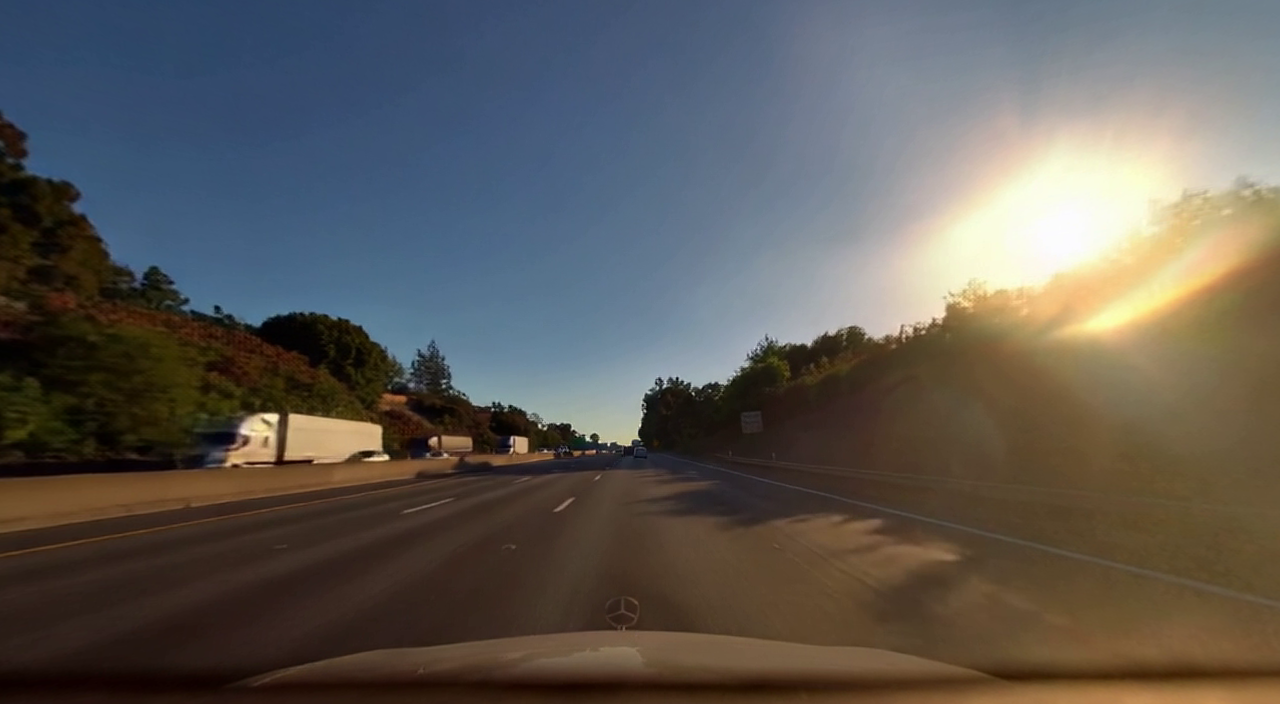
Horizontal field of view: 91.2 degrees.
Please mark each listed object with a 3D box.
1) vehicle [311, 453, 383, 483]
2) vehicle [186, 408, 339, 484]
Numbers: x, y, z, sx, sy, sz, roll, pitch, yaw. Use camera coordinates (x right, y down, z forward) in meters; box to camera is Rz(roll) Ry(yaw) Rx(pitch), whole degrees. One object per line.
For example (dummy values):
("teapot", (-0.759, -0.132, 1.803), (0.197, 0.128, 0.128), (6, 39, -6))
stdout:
("vehicle", (-15.808, 6.233, 34.061), (1.845, 1.481, 4.396), (0, -9, -1))
("vehicle", (-22.921, 5.894, 39.140), (3.011, 4.011, 10.543), (0, -9, -1))
